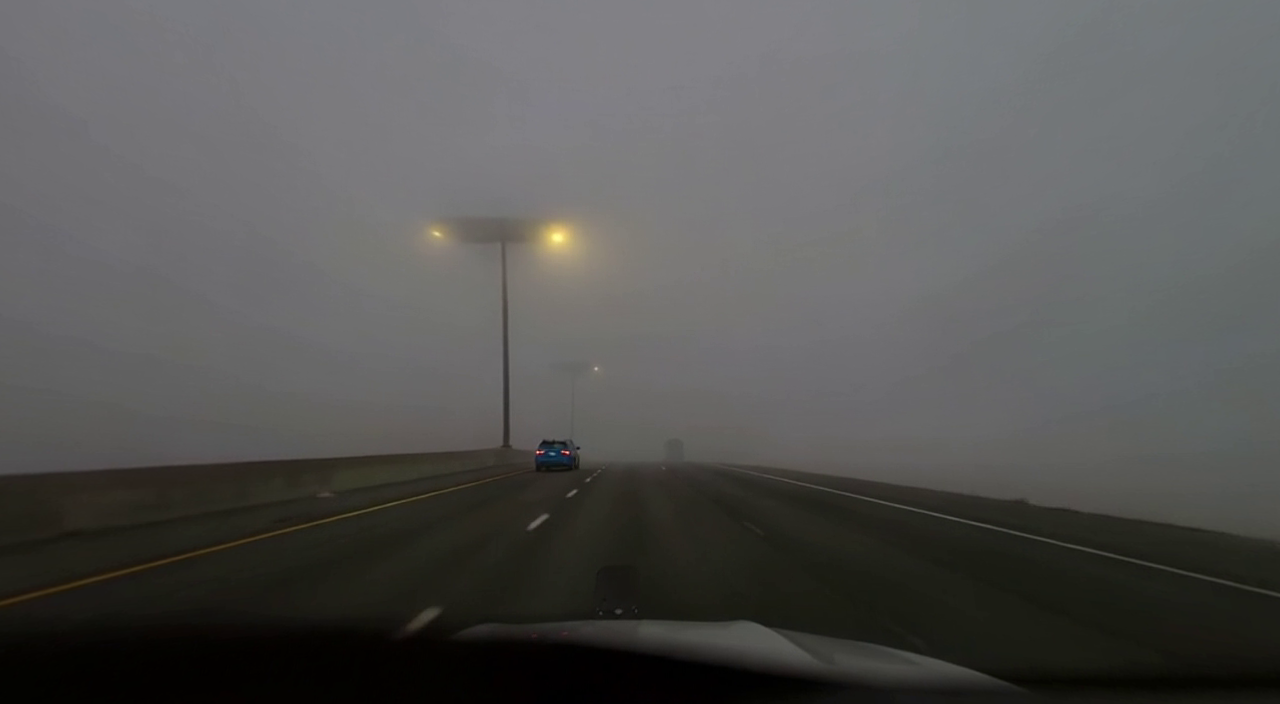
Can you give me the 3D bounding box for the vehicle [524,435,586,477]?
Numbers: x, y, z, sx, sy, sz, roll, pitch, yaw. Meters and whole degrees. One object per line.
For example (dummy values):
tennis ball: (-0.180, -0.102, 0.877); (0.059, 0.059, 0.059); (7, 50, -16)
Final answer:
vehicle: (-3.889, 4.859, 29.771); (2.205, 1.773, 5.124); (0, -9, 0)
